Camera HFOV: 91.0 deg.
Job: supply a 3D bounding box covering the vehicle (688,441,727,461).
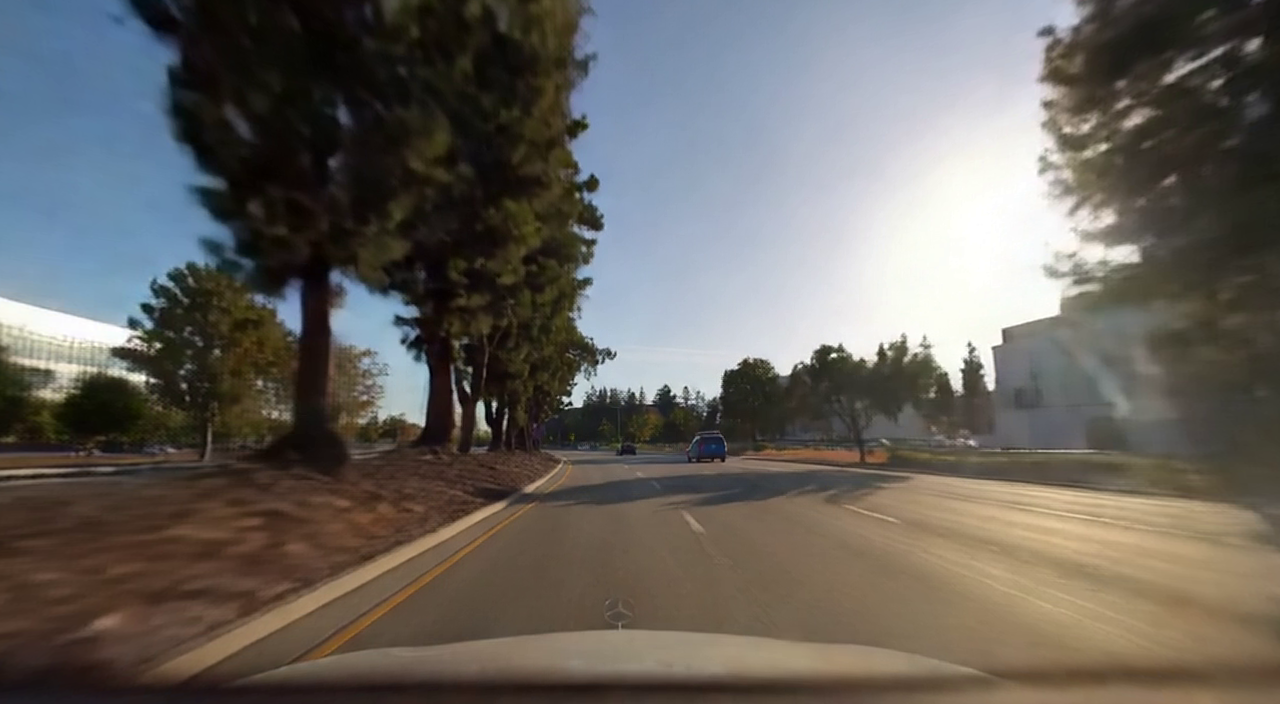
[{"bbox_3d":[5.288,7.844,49.897,1.908,1.483,4.474,1,-9,-9],"label":"vehicle"}]
